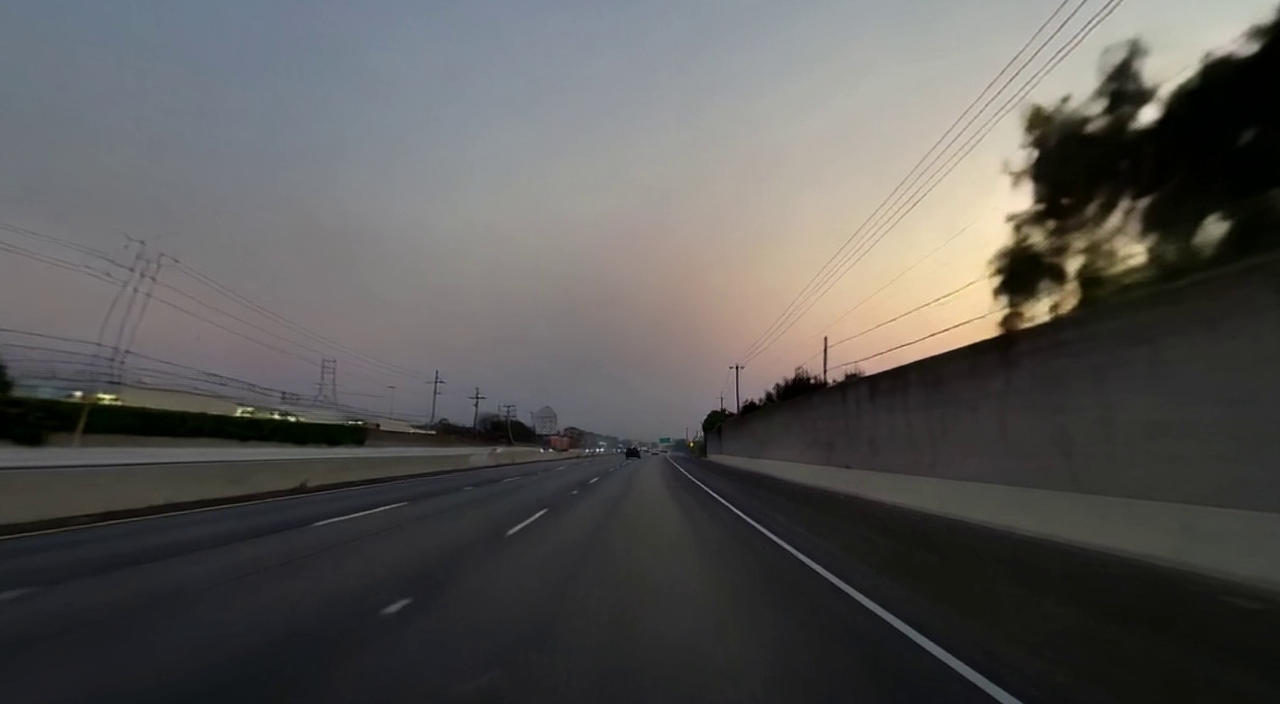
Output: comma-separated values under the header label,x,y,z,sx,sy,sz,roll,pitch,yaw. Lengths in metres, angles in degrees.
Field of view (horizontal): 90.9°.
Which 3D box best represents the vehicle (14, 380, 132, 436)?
label,x,y,z,sx,sy,sz,roll,pitch,yaw
vehicle,-42.911,4.387,47.979,2.911,3.814,6.009,0,-9,3
